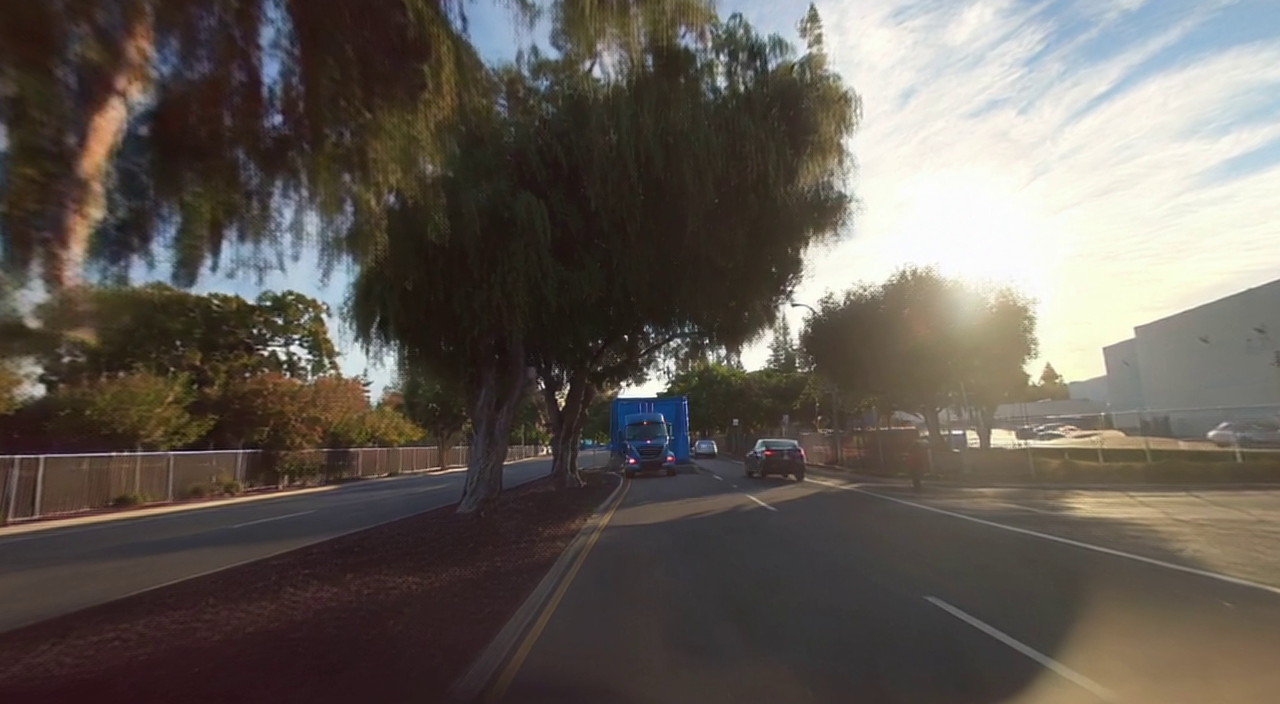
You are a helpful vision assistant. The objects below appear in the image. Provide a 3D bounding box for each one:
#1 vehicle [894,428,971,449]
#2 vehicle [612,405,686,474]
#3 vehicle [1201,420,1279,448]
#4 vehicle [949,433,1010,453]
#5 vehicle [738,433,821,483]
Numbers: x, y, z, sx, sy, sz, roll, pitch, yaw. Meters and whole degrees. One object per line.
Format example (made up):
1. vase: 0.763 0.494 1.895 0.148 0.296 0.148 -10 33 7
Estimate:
1. vehicle: 22.771 6.761 49.174 4.995 1.543 1.899 0 -9 1
2. vehicle: 0.506 4.308 30.973 3.197 2.963 7.055 0 -8 2
3. vehicle: 43.517 5.960 45.676 2.050 1.801 5.143 -5 -8 15
4. vehicle: 23.343 6.270 43.370 3.251 1.321 1.555 -1 -9 0
5. vehicle: 5.002 3.864 23.316 2.076 1.661 4.524 0 -8 0
